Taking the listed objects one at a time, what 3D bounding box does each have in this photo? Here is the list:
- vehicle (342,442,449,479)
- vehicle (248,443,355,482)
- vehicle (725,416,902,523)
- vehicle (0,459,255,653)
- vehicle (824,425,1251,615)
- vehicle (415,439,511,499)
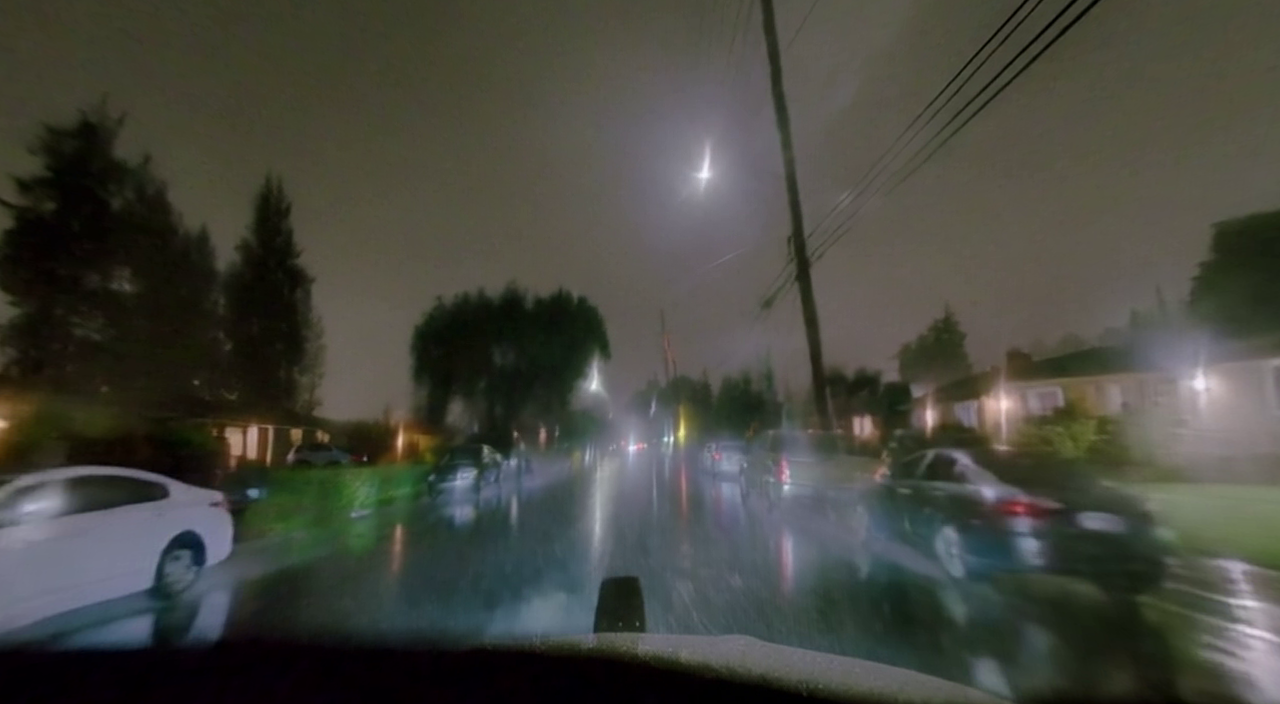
[{"bbox_3d":[-12.900,5.760,33.583,4.729,1.831,2.174,-1,-8,0],"label":"vehicle"},{"bbox_3d":[-19.049,6.246,35.797,4.832,2.033,2.045,0,-8,-6],"label":"vehicle"},{"bbox_3d":[3.364,2.430,13.692,2.122,1.809,5.421,0,-8,-2],"label":"vehicle"},{"bbox_3d":[-6.044,1.725,5.589,2.199,1.439,4.757,-1,-9,2],"label":"vehicle"},{"bbox_3d":[3.772,1.645,7.258,1.848,1.436,4.582,-1,-8,-1],"label":"vehicle"},{"bbox_3d":[-6.127,4.093,22.405,2.118,1.753,4.377,-4,-9,-1],"label":"vehicle"}]
